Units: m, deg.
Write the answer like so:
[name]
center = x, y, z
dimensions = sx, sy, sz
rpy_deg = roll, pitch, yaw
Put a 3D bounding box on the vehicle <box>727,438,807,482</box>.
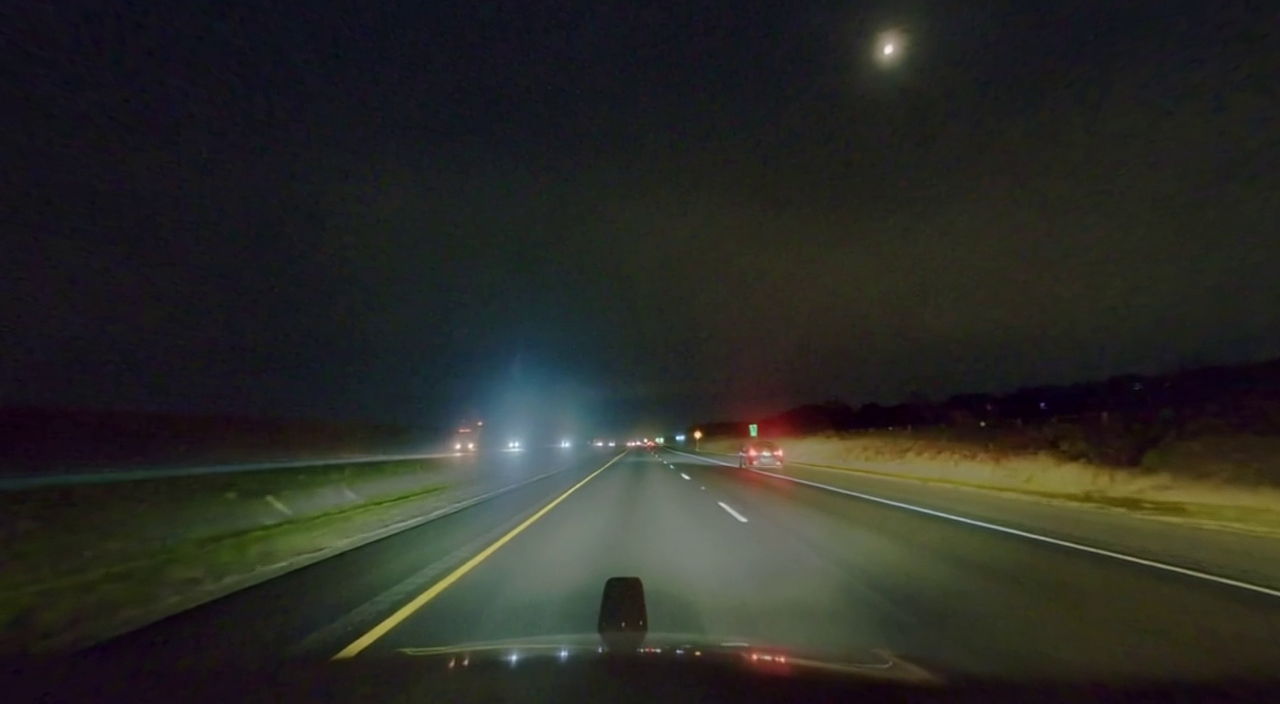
[vehicle]
center = 4.633, 4.010, 23.651
dimensions = 2.012, 1.476, 4.256
rpy_deg = 0, -8, -1
